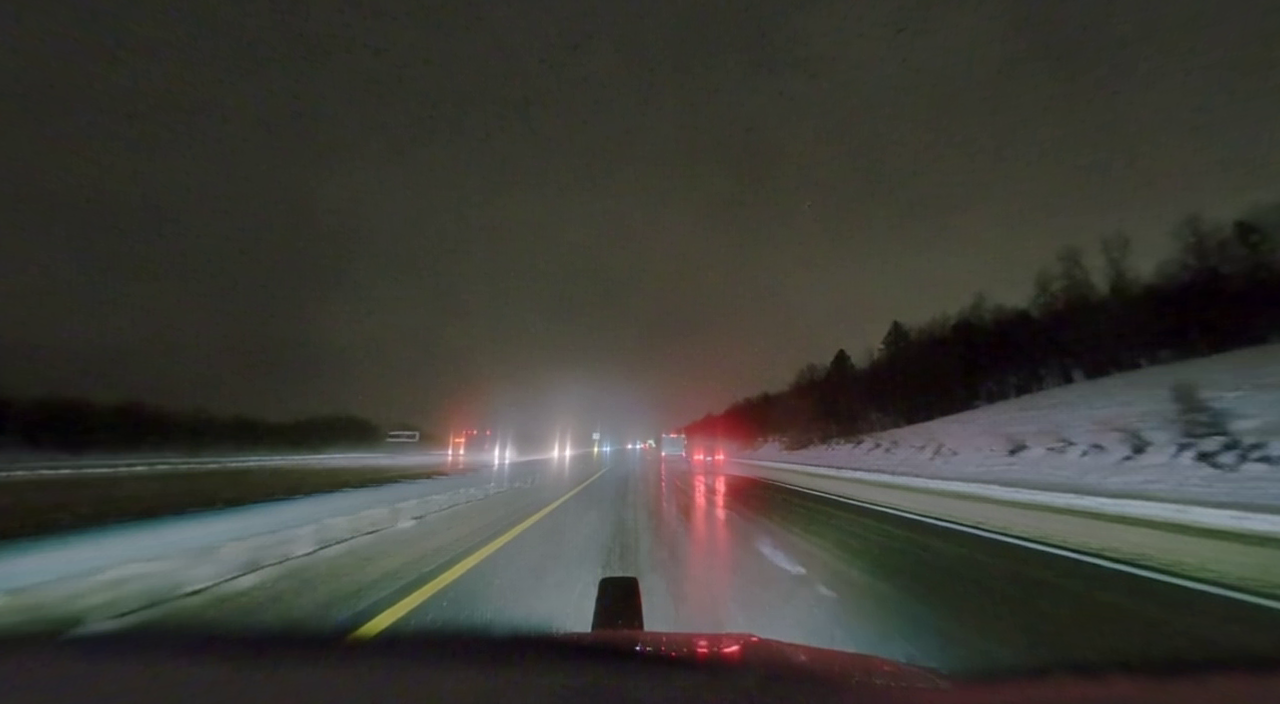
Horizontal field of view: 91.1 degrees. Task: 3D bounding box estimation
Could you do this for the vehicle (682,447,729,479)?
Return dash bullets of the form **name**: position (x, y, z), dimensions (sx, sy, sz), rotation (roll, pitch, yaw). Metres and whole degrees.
- **vehicle**: position (3.242, 5.530, 31.584), dimensions (1.836, 1.459, 3.766), rotation (0, -9, -2)
